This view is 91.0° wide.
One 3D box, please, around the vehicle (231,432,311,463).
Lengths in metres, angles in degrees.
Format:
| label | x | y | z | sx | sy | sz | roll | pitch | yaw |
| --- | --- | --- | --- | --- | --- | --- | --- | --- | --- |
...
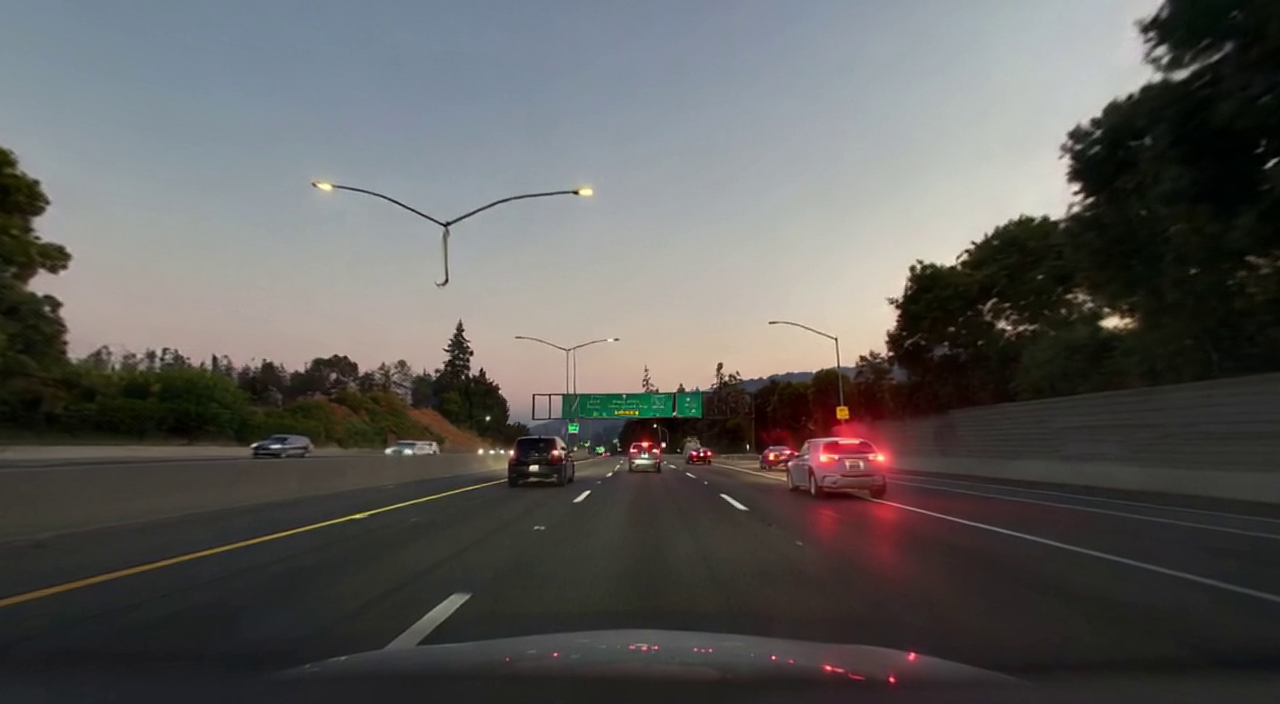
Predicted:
| label | x | y | z | sx | sy | sz | roll | pitch | yaw |
| --- | --- | --- | --- | --- | --- | --- | --- | --- | --- |
| vehicle | -26.087 | 6.807 | 44.794 | 2.182 | 2.016 | 5.695 | 0 | -9 | 0 |

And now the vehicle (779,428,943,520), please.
| label | x | y | z | sx | sy | sz | roll | pitch | yaw |
| --- | --- | --- | --- | --- | --- | --- | --- | --- | --- |
| vehicle | 4.628 | 2.627 | 14.081 | 2.041 | 1.669 | 4.712 | 0 | -9 | 1 |

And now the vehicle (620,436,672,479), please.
| label | x | y | z | sx | sy | sz | roll | pitch | yaw |
| --- | --- | --- | --- | --- | --- | --- | --- | --- | --- |
| vehicle | 0.243 | 4.723 | 28.384 | 2.181 | 1.728 | 3.970 | 1 | -9 | 0 |

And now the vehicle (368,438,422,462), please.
| label | x | y | z | sx | sy | sz | roll | pitch | yaw |
| --- | --- | --- | --- | --- | --- | --- | --- | --- | --- |
| vehicle | -18.496 | 7.436 | 47.785 | 2.019 | 1.714 | 4.907 | 0 | -9 | 0 |

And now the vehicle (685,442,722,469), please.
| label | x | y | z | sx | sy | sz | roll | pitch | yaw |
| --- | --- | --- | --- | --- | --- | --- | --- | --- | --- |
| vehicle | 4.231 | 7.014 | 42.845 | 2.022 | 1.682 | 4.226 | 1 | -9 | -1 |

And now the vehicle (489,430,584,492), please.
| label | x | y | z | sx | sy | sz | roll | pitch | yaw |
| --- | --- | --- | --- | --- | --- | --- | --- | --- | --- |
| vehicle | -3.226 | 3.535 | 20.730 | 2.199 | 1.777 | 4.790 | 0 | -9 | 1 |
